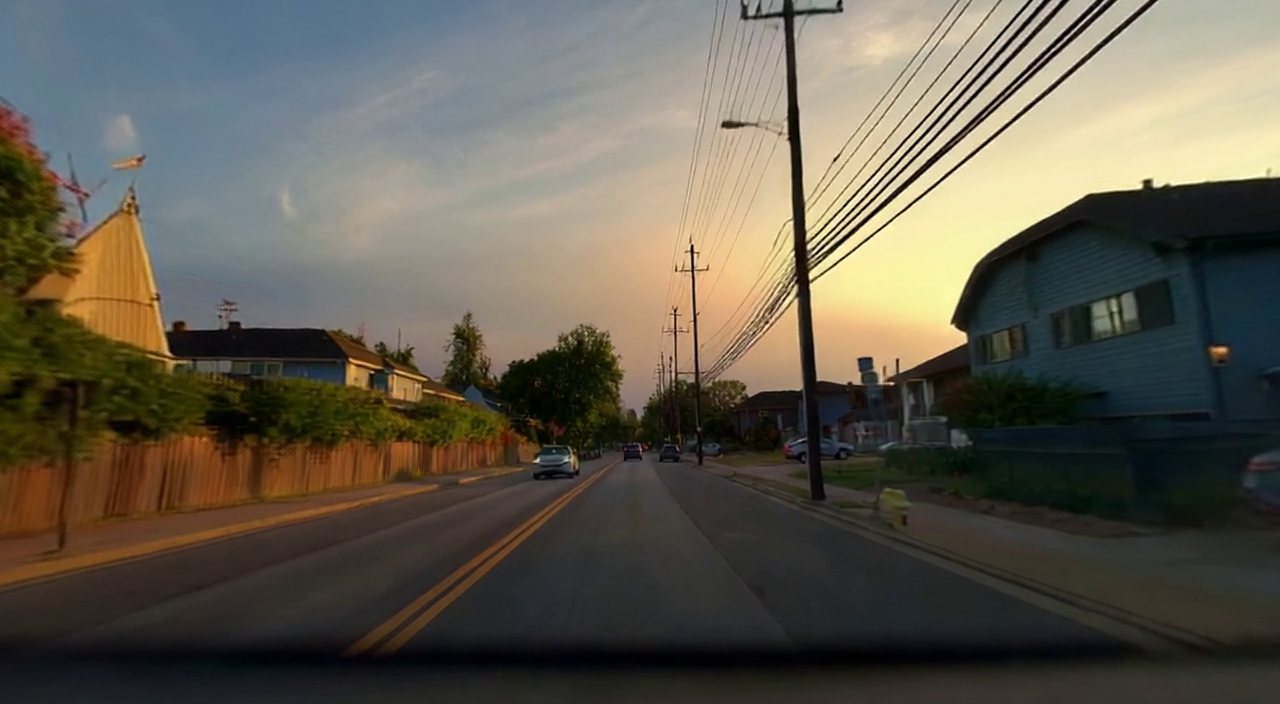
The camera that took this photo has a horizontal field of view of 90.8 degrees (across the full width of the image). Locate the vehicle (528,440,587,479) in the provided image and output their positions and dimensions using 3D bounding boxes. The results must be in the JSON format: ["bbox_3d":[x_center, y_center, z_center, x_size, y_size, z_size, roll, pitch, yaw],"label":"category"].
[{"bbox_3d":[-3.753,4.993,29.520,2.146,1.657,4.351,0,-9,0],"label":"vehicle"}]

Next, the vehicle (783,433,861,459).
[{"bbox_3d":[12.432,6.461,43.435,4.701,1.745,2.083,-1,-9,2],"label":"vehicle"}]

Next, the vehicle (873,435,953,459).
[{"bbox_3d":[18.680,6.535,43.401,4.558,1.554,1.990,-1,-9,4],"label":"vehicle"}]
